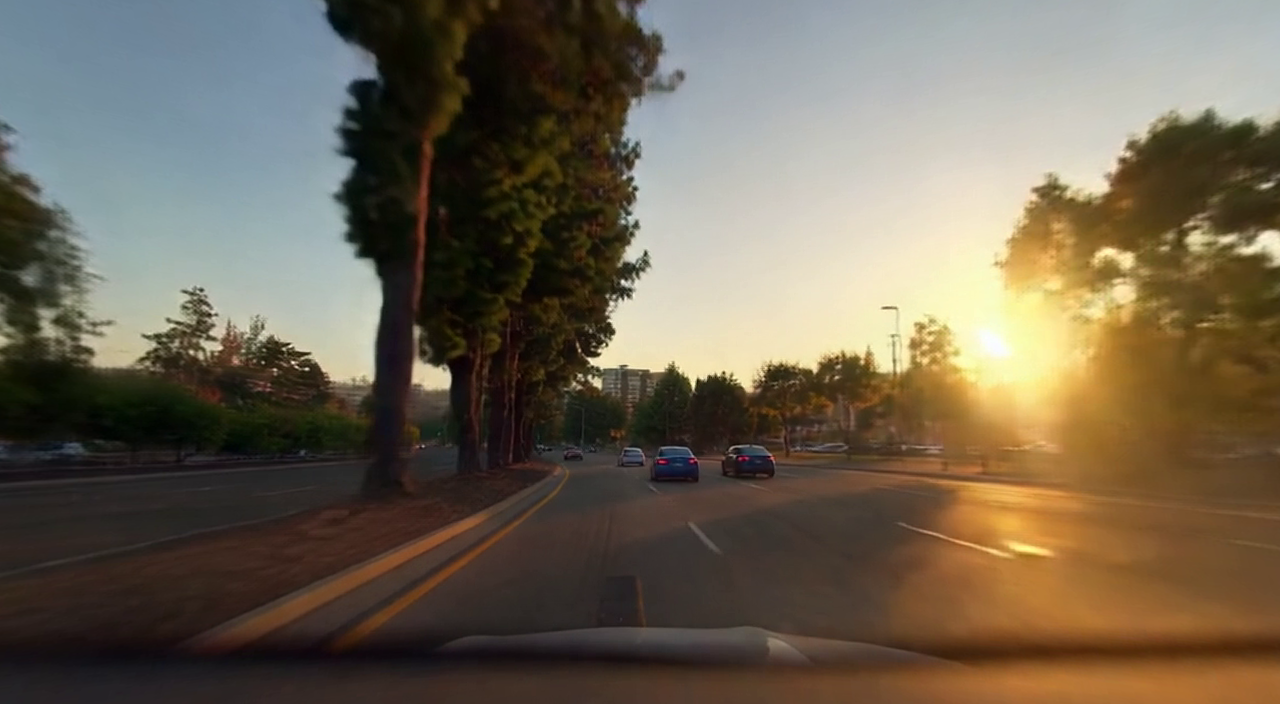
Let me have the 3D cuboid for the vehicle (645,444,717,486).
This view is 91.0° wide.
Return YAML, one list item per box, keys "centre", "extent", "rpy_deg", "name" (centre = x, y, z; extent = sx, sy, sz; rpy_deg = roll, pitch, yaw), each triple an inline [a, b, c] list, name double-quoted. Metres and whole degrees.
- centre: [1.463, 4.316, 24.336]
  extent: [2.077, 1.464, 4.134]
  rpy_deg: [1, -9, -6]
  name: "vehicle"

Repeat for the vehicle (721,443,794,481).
- centre: [4.909, 4.673, 27.031]
  extent: [1.901, 1.474, 4.363]
  rpy_deg: [1, -9, -6]
  name: "vehicle"
